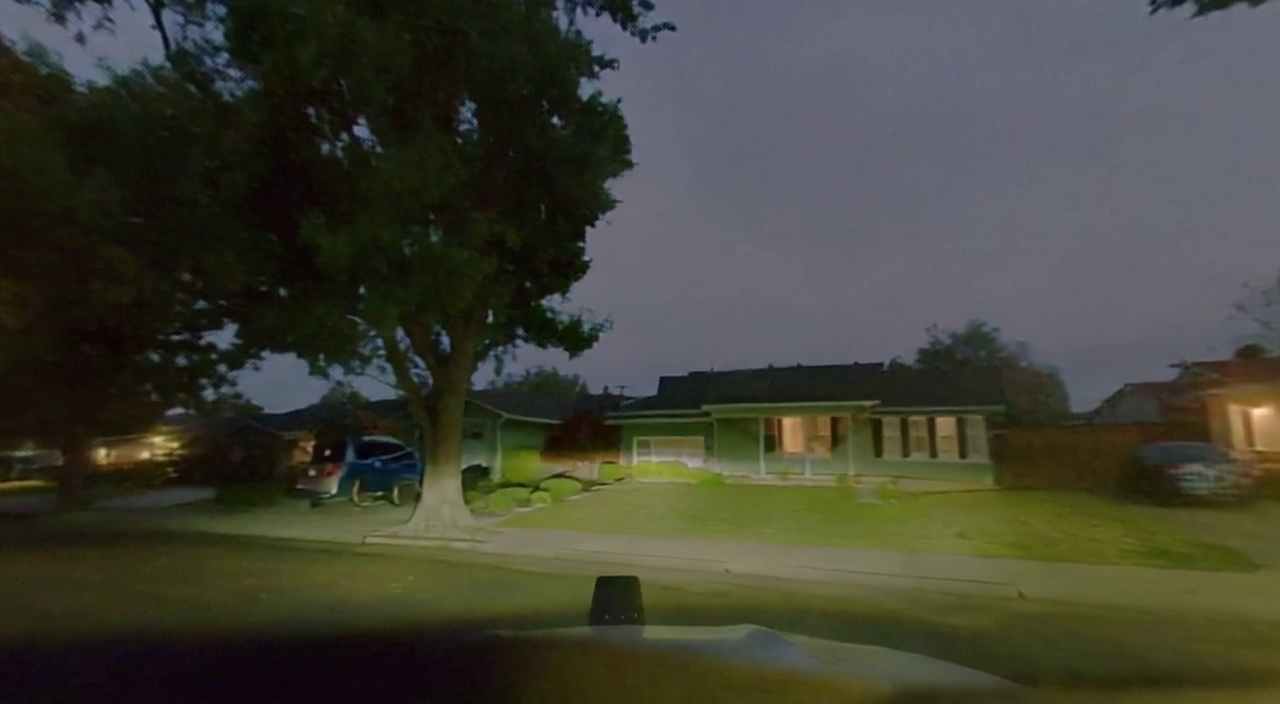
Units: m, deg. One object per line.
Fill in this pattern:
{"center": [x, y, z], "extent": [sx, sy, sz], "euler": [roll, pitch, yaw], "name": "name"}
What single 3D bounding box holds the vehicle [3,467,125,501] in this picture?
{"center": [-29.786, 6.789, 32.567], "extent": [1.762, 1.510, 4.457], "euler": [-8, -12, 44], "name": "vehicle"}
